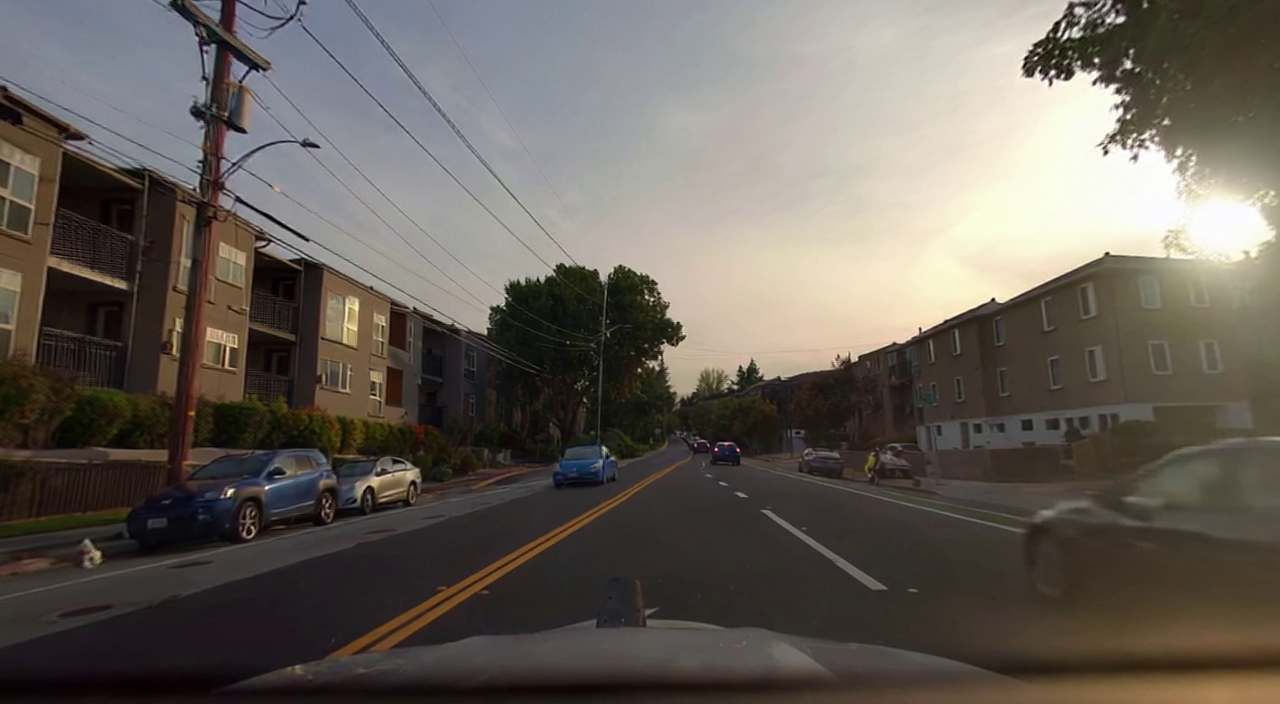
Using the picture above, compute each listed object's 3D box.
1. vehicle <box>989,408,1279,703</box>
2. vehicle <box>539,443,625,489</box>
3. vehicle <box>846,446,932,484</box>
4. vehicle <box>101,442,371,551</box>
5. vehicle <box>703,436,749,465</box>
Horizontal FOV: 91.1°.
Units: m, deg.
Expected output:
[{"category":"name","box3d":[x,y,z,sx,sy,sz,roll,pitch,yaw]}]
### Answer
[{"category":"vehicle","box3d":[4.138,1.090,3.462,2.052,1.506,4.432,-1,-8,3]},{"category":"vehicle","box3d":[-1.920,3.991,22.390,2.155,1.436,4.501,-1,-8,7]},{"category":"vehicle","box3d":[10.519,4.775,26.939,1.935,1.478,4.711,-1,-8,3]},{"category":"vehicle","box3d":[-7.907,2.812,13.082,2.381,1.825,4.652,-1,-8,2]},{"category":"vehicle","box3d":[5.464,6.355,40.560,2.306,1.719,4.805,0,-8,1]}]
